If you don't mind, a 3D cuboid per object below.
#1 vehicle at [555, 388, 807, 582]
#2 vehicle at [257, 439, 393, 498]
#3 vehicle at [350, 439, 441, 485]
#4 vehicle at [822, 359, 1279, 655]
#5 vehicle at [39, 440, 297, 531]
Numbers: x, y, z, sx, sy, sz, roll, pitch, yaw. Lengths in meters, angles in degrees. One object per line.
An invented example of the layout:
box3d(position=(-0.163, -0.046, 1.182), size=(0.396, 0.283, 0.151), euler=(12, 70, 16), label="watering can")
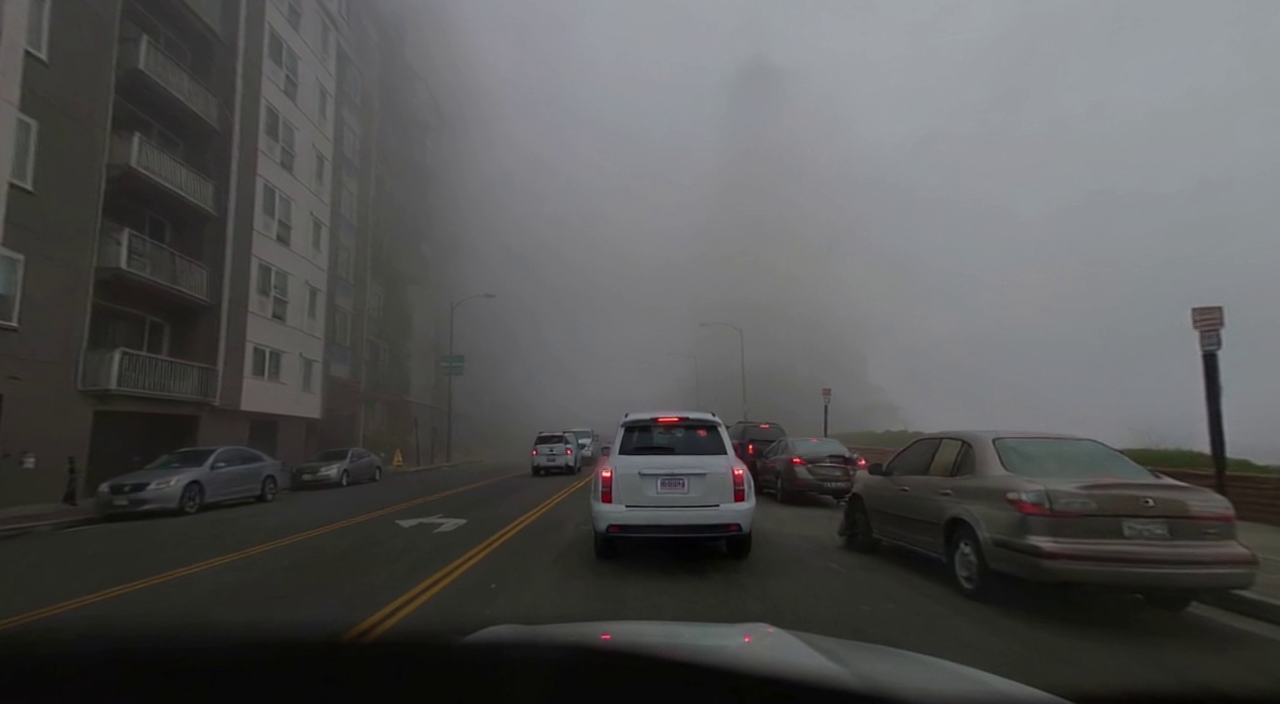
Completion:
box3d(position=(0.387, 1.501, 7.803), size=(2.261, 1.740, 4.065), euler=(0, -8, 1), label="vehicle")
box3d(position=(-9.377, 3.471, 19.230), size=(1.955, 1.555, 4.424), euler=(0, -8, -2), label="vehicle")
box3d(position=(-9.225, 4.156, 24.201), size=(1.900, 1.577, 4.172), euler=(0, -8, -2), label="vehicle")
box3d(position=(3.585, 1.284, 6.264), size=(2.158, 1.828, 4.573), euler=(0, -8, 0), label="vehicle")
box3d(position=(-9.440, 2.655, 13.209), size=(2.002, 1.546, 4.339), euler=(0, -8, 1), label="vehicle")
